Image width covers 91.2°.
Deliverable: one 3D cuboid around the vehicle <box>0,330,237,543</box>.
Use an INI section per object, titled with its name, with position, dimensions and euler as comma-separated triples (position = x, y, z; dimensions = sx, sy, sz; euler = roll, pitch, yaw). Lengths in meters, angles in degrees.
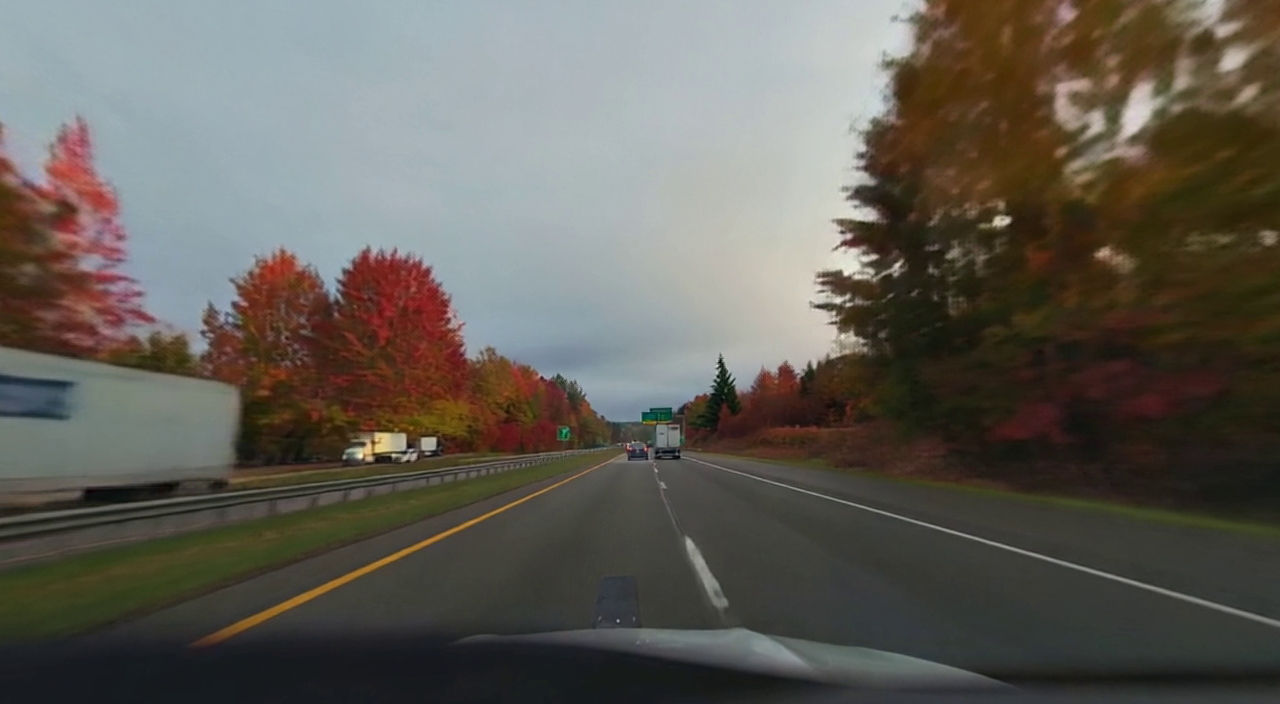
[vehicle]
position = -14.079, 1.653, 12.204
dimensions = 3.063, 4.134, 14.156
euler = 0, -9, 0
